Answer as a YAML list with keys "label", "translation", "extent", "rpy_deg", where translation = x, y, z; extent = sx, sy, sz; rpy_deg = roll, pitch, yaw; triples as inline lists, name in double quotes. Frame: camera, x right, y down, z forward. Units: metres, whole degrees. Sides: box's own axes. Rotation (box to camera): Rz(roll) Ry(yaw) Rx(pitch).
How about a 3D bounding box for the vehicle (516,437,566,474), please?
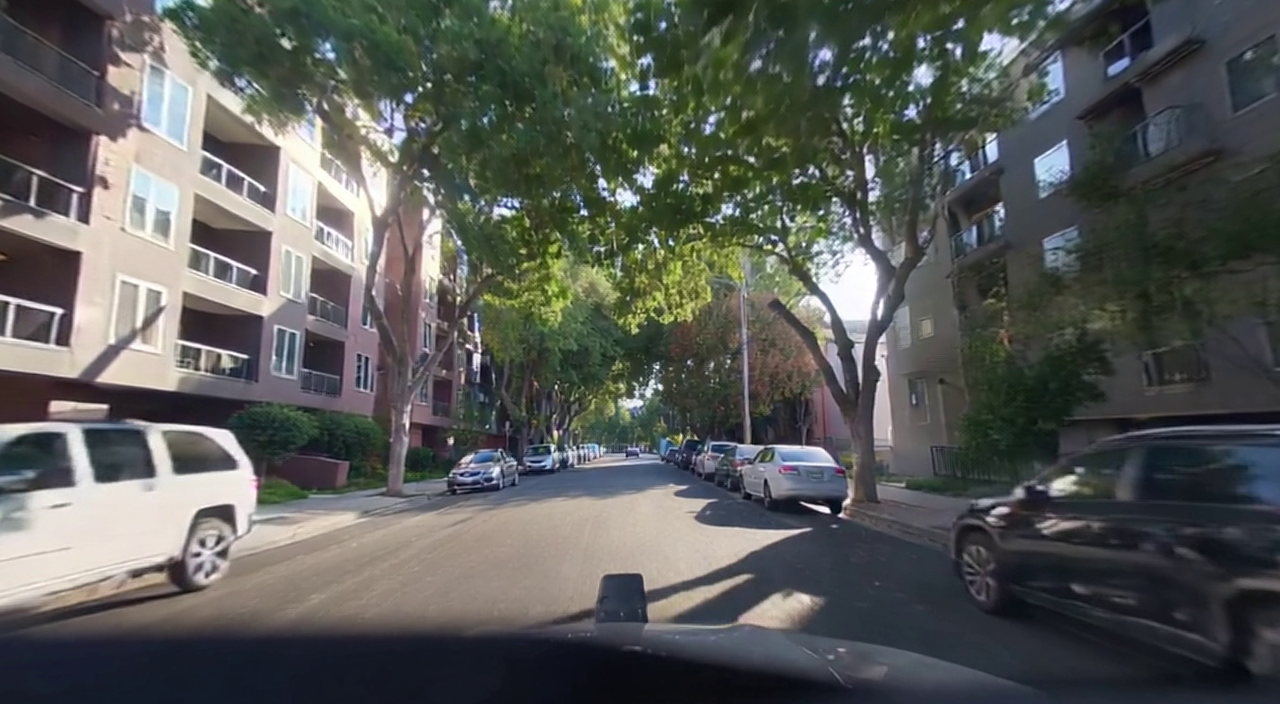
- label: "vehicle"
  translation: [-5.449, 5.743, 35.356]
  extent: [2.069, 1.881, 4.697]
  rpy_deg: [0, -8, -1]

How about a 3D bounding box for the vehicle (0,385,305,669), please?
- label: "vehicle"
  translation: [-5.270, 1.330, 5.295]
  extent: [2.213, 1.825, 4.986]
  rpy_deg: [-1, -8, 0]

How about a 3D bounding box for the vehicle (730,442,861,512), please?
- label: "vehicle"
  translation: [3.649, 3.003, 15.832]
  extent: [1.881, 1.460, 4.737]
  rpy_deg: [1, -8, -3]

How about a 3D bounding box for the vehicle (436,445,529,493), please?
- label: "vehicle"
  translation: [-5.313, 3.987, 21.994]
  extent: [2.080, 1.458, 4.511]
  rpy_deg: [-1, -8, 0]

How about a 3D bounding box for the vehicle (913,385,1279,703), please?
- label: "vehicle"
  translation: [3.800, 1.145, 3.925]
  extent: [1.992, 1.643, 4.735]
  rpy_deg: [0, -8, -1]
